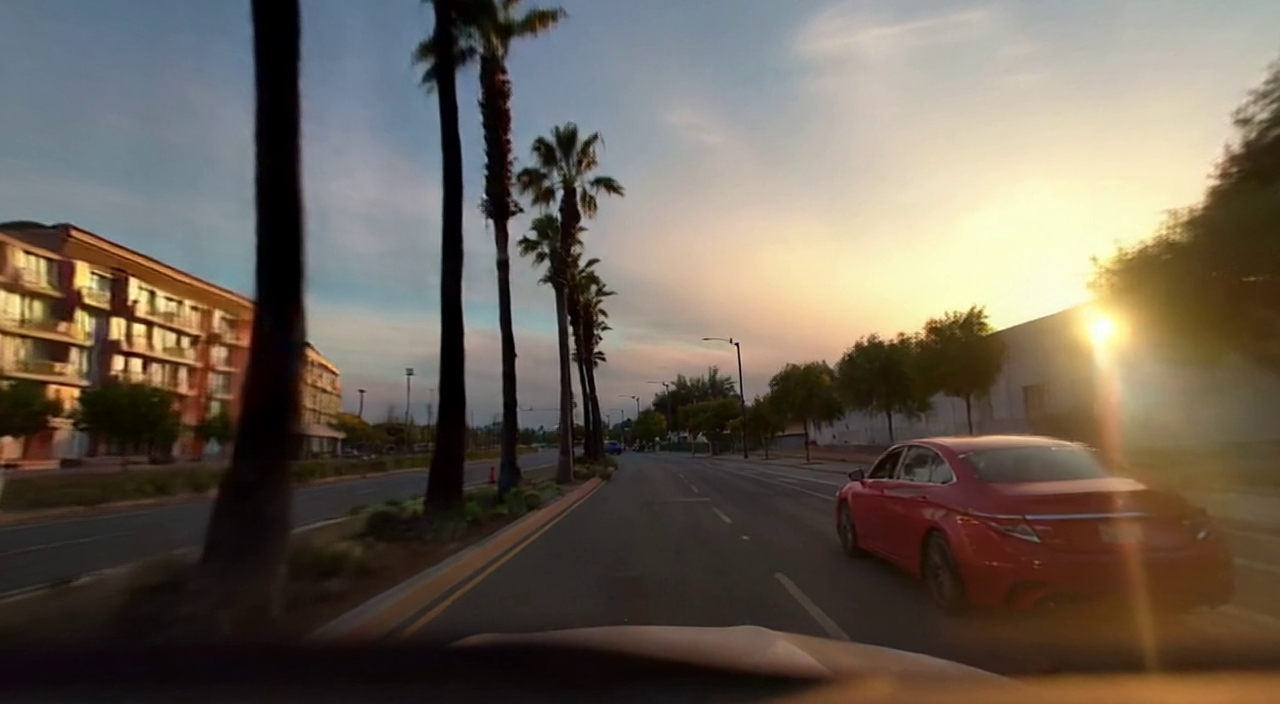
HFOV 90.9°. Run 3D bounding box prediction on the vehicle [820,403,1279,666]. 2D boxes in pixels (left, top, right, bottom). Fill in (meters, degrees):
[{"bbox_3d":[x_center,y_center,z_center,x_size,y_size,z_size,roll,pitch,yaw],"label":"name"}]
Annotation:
[{"bbox_3d":[3.303,1.394,5.990,1.867,1.554,4.301,0,-8,-1],"label":"vehicle"}]
